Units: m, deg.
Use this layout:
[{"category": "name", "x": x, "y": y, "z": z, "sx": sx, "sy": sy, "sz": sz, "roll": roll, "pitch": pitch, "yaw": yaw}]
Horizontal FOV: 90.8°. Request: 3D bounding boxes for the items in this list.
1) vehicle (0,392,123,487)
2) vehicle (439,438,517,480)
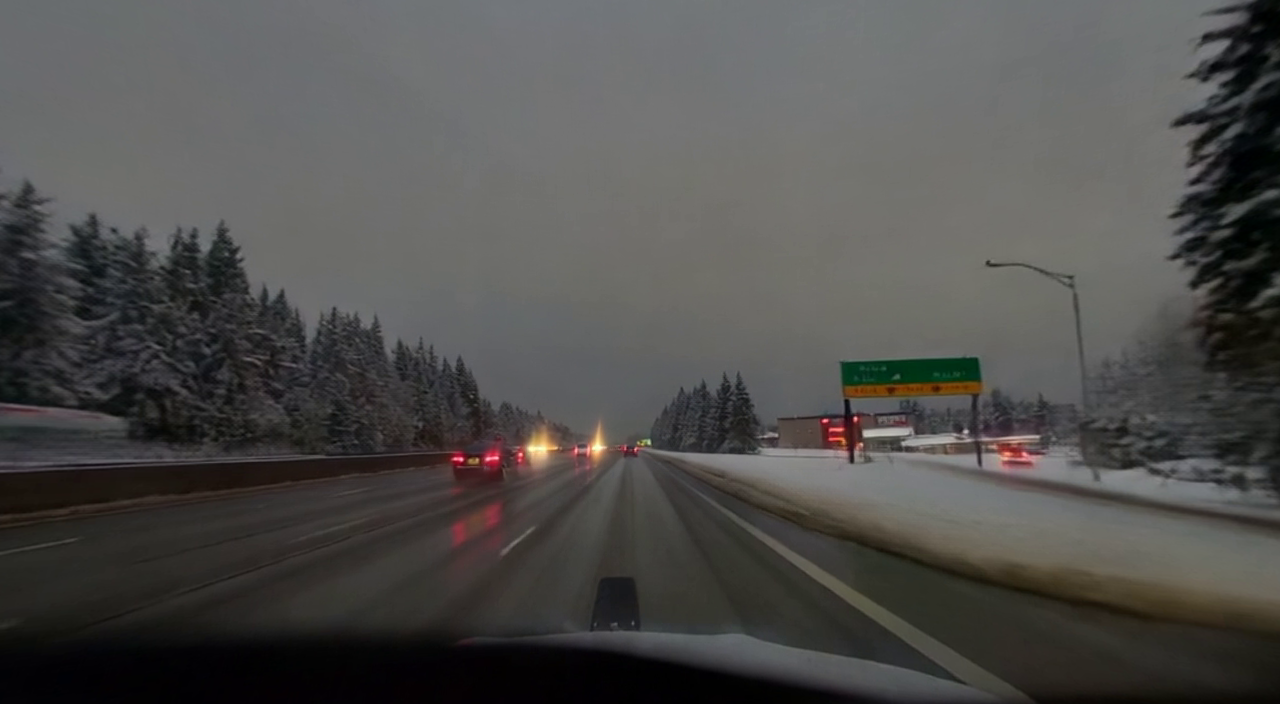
[{"category": "vehicle", "x": -29.419, "y": 3.825, "z": 27.631, "sx": 2.862, "sy": 4.134, "sz": 12.781, "roll": 0, "pitch": -9, "yaw": -1}, {"category": "vehicle", "x": -6.763, "y": 4.527, "z": 26.966, "sx": 2.016, "sy": 1.606, "sz": 4.806, "roll": 0, "pitch": -8, "yaw": 1}]
